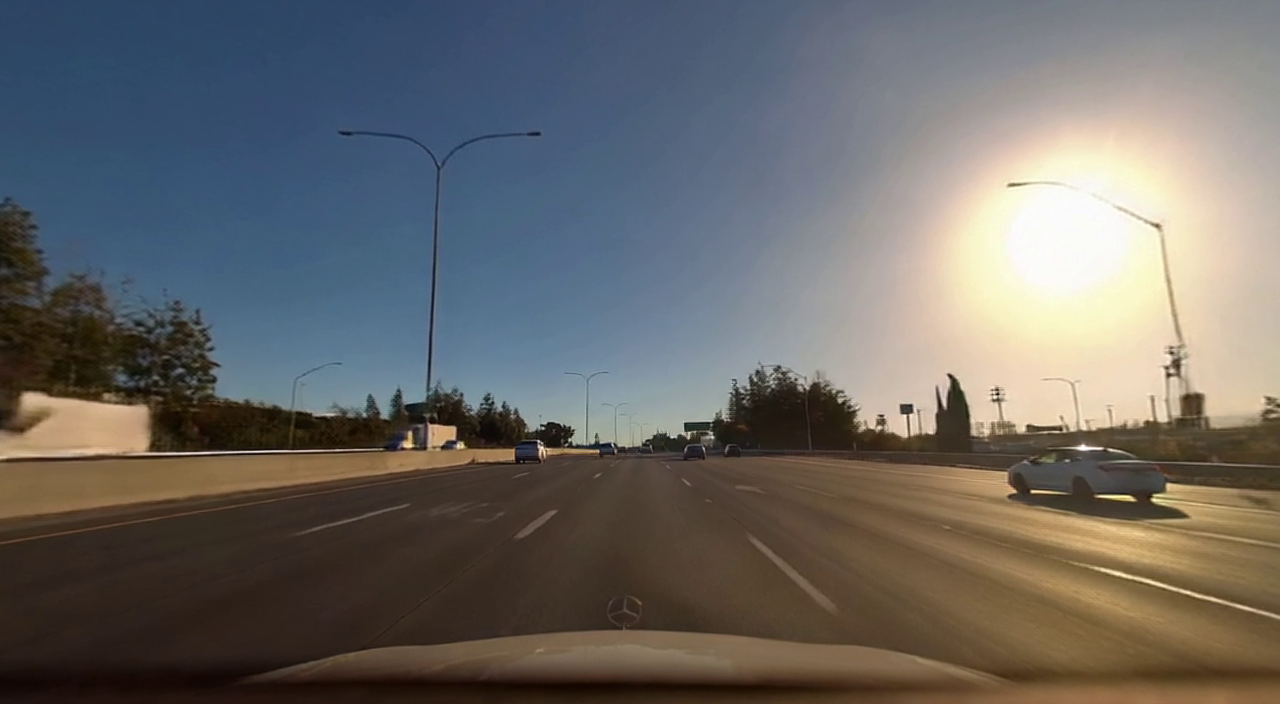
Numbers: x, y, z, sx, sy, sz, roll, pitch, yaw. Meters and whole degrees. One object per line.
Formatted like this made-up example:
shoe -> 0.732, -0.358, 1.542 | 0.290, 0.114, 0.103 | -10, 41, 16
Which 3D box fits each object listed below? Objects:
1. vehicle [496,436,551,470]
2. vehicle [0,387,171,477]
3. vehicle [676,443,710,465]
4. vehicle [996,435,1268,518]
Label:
vehicle -> -6.368, 5.574, 34.806 | 2.091, 1.746, 4.437 | 0, -9, 1
vehicle -> -25.118, 3.453, 26.500 | 3.221, 3.300, 9.553 | 0, -9, 0
vehicle -> 3.593, 6.987, 43.025 | 1.950, 1.453, 3.378 | 0, -9, -1
vehicle -> 10.185, 2.583, 13.669 | 1.979, 1.467, 4.839 | 0, -9, 0
